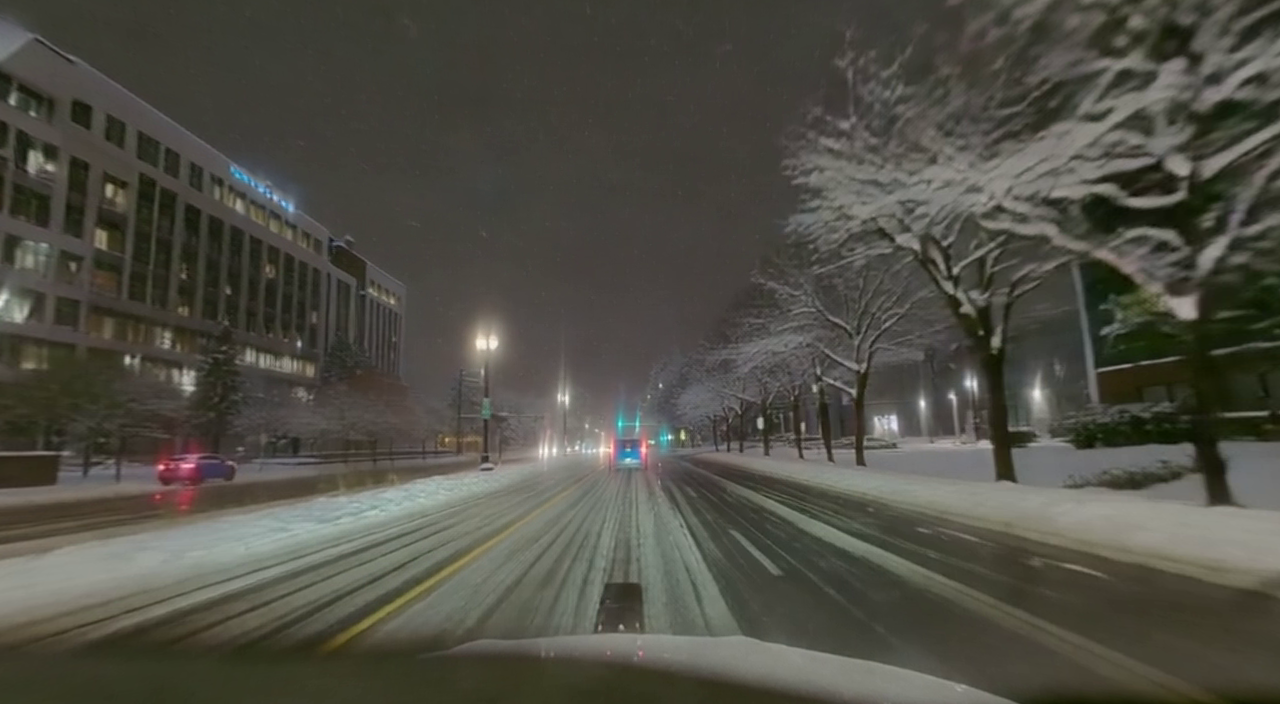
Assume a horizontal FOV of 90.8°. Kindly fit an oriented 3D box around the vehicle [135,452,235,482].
[{"bbox_3d":[-29.730,7.506,41.449,4.813,1.783,1.983,3,-9,-19],"label":"vehicle"}]

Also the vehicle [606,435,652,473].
[{"bbox_3d":[-0.597,5.438,33.870,2.313,1.860,4.319,0,-9,-1],"label":"vehicle"}]
